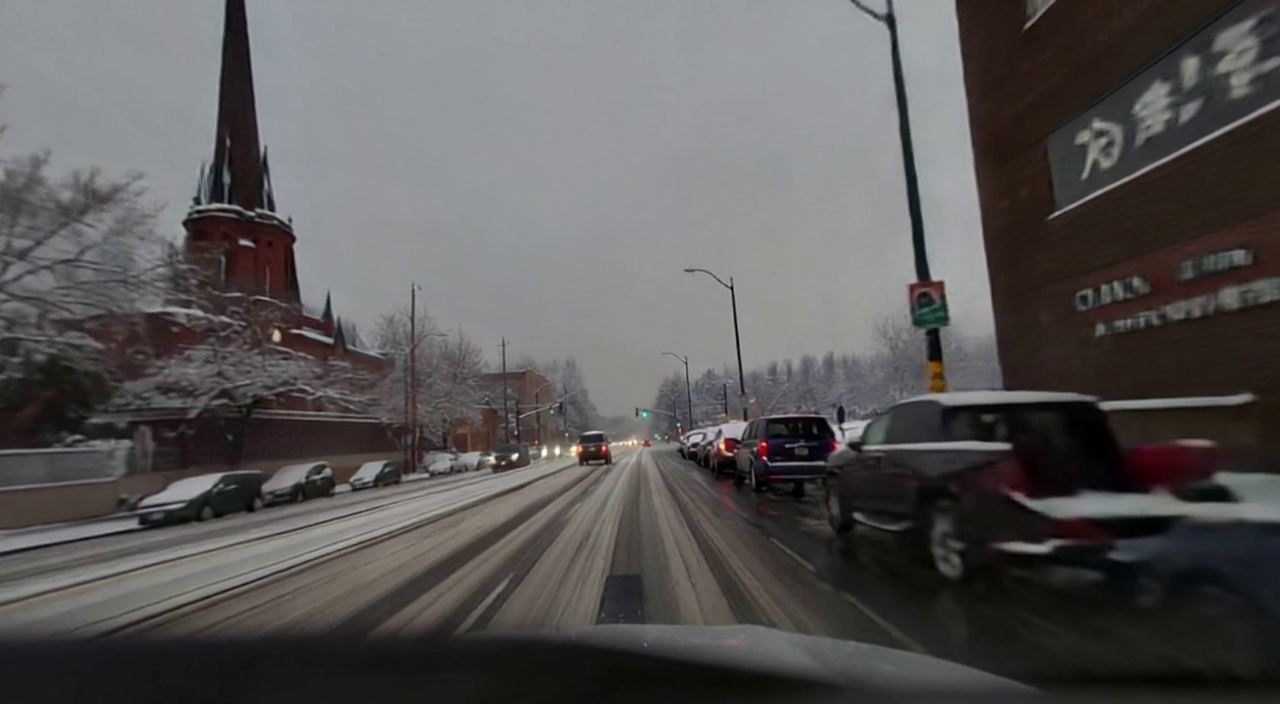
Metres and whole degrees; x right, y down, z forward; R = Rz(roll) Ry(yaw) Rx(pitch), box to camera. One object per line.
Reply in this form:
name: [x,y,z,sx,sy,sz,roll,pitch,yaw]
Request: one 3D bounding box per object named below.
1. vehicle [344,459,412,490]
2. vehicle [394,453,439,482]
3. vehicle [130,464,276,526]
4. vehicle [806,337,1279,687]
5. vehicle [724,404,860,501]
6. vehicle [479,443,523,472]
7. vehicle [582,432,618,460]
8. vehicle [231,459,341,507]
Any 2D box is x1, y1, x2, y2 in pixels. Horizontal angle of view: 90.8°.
vehicle: [-15.334,7.163,37.255,2.076,1.672,4.499,0,-9,0]
vehicle: [-15.315,7.892,43.457,1.751,1.865,3.735,0,-9,-1]
vehicle: [-15.009,4.888,22.096,1.978,1.819,4.477,0,-9,-2]
vehicle: [3.603,1.278,6.708,2.055,1.857,6.596,-1,-8,2]
vehicle: [3.499,2.426,15.746,2.124,1.975,5.131,-1,-8,1]
vehicle: [-8.790,6.671,40.248,1.842,1.735,4.066,-1,-9,1]
vehicle: [-2.870,6.944,46.536,2.293,1.936,4.737,-1,-9,1]
vehicle: [-15.319,5.672,27.726,2.014,1.846,4.920,0,-9,-1]
